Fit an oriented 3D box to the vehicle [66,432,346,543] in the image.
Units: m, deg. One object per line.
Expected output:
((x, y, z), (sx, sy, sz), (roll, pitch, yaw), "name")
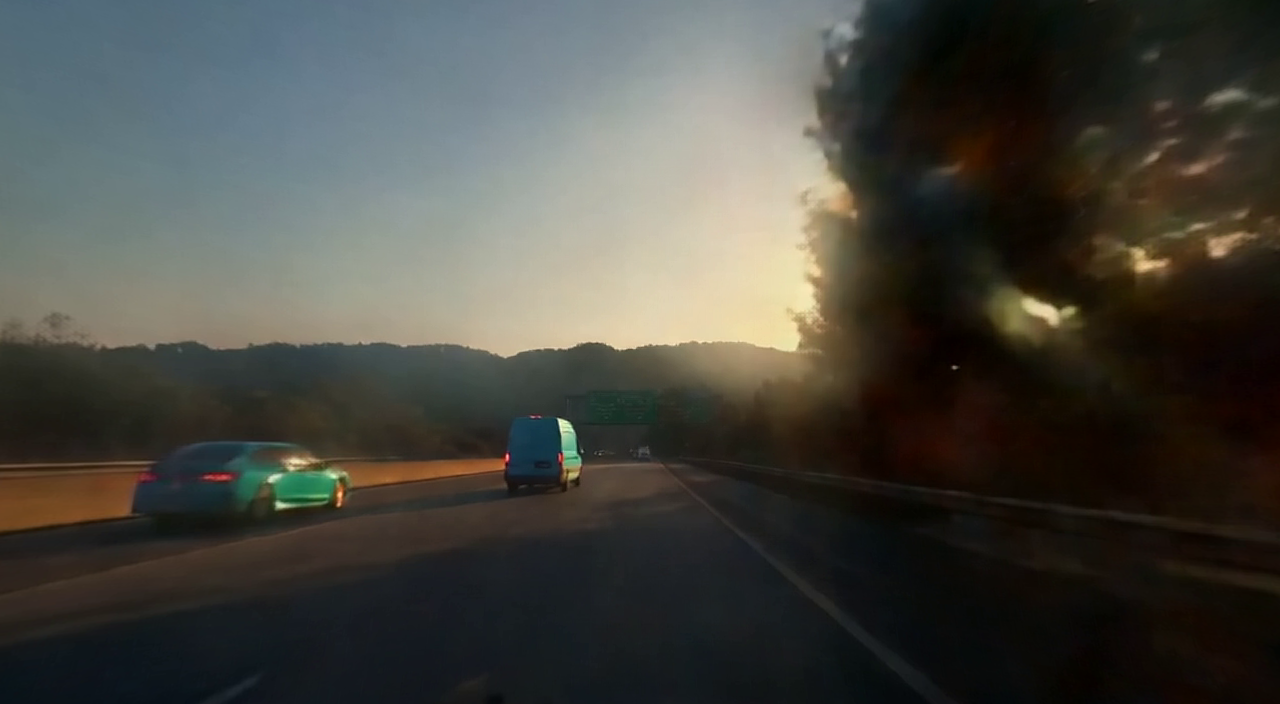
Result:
((-7.607, 2.394, 11.769), (2.164, 1.664, 4.252), (0, -9, 0), "vehicle")

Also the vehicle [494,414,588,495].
((-3.416, 3.742, 23.159), (2.437, 2.565, 5.829), (0, -9, 1), "vehicle")
